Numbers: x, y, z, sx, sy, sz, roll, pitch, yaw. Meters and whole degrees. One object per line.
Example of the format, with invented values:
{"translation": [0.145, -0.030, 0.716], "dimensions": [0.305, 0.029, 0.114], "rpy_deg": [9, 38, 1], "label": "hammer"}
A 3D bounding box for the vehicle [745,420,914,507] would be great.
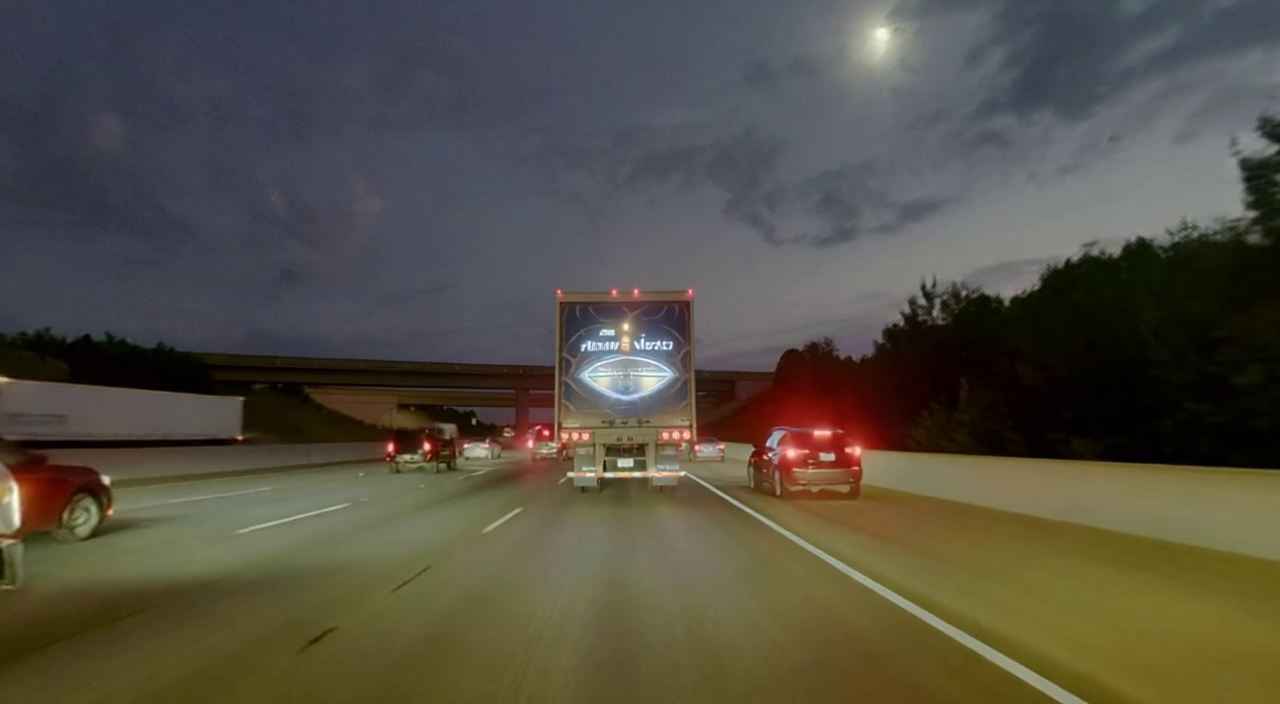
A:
{"translation": [3.738, 2.289, 13.452], "dimensions": [2.003, 1.519, 4.580], "rpy_deg": [0, -8, -3], "label": "vehicle"}

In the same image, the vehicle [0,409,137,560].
{"translation": [-8.087, 1.417, 6.563], "dimensions": [2.048, 1.652, 4.421], "rpy_deg": [0, -8, -1], "label": "vehicle"}

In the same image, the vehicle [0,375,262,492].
{"translation": [-23.648, 3.723, 28.412], "dimensions": [2.978, 4.017, 16.640], "rpy_deg": [0, -8, -1], "label": "vehicle"}

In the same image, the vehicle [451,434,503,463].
{"translation": [-8.704, 5.170, 33.924], "dimensions": [1.845, 1.488, 3.656], "rpy_deg": [0, -8, 0], "label": "vehicle"}

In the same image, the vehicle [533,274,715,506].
{"translation": [-0.429, 1.240, 15.222], "dimensions": [2.911, 3.787, 9.905], "rpy_deg": [0, -8, -2], "label": "vehicle"}

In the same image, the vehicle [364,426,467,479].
{"translation": [-7.923, 3.564, 22.734], "dimensions": [2.057, 1.698, 4.550], "rpy_deg": [0, -8, 0], "label": "vehicle"}
